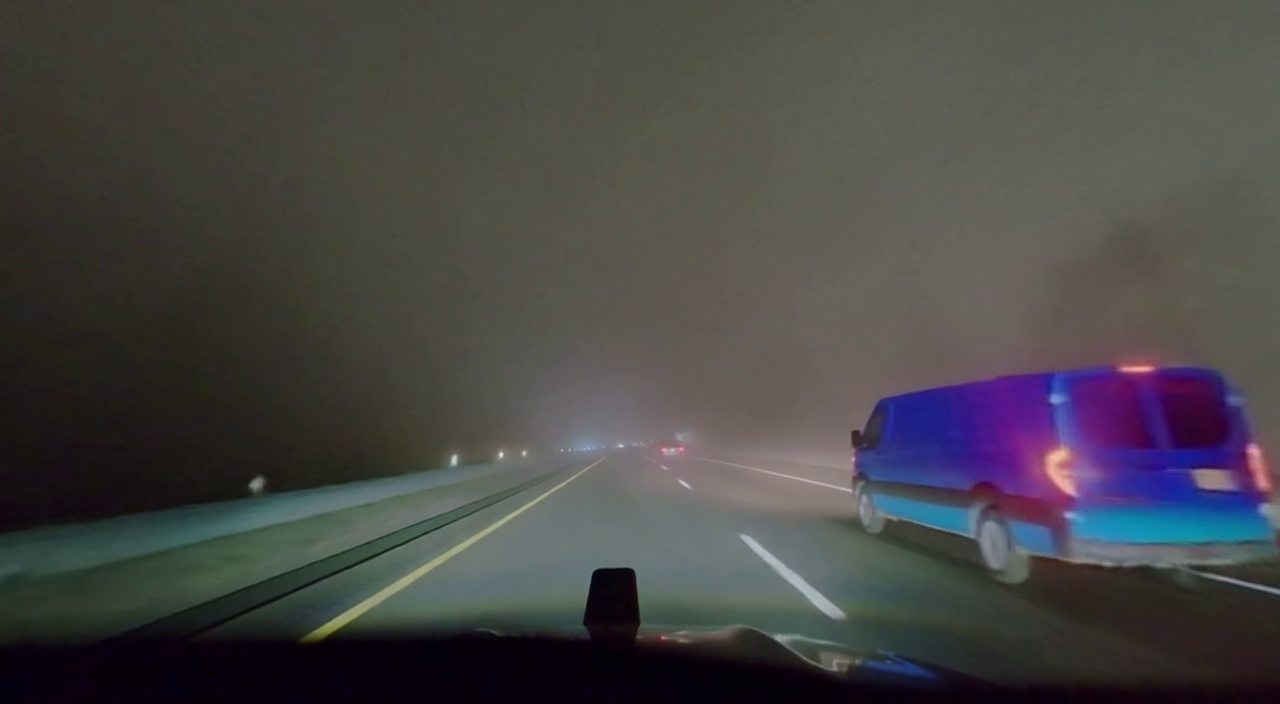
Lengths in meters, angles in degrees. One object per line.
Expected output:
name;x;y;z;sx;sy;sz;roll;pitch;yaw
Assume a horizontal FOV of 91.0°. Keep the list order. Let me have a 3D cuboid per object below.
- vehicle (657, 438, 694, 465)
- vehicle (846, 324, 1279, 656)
vehicle;2.071;5.936;37.666;2.005;1.466;3.739;-1;-8;0
vehicle;4.030;1.159;6.310;2.269;2.048;4.679;0;-8;-1
